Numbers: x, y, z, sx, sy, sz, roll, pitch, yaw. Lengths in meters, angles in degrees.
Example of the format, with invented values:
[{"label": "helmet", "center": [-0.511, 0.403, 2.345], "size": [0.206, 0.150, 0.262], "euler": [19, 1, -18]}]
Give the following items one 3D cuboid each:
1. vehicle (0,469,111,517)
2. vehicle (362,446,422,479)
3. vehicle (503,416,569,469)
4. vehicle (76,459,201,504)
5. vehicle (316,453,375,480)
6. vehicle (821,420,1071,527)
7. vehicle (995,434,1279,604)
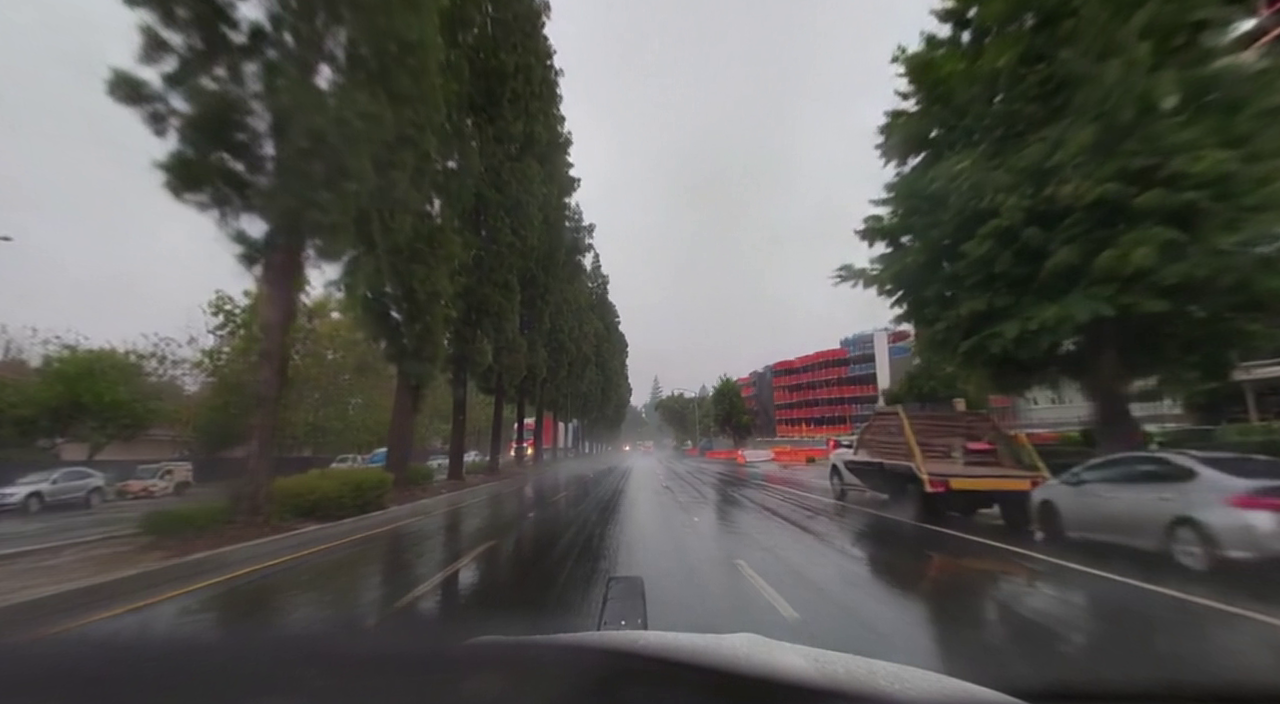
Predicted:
[{"label": "vehicle", "center": [-22.761, 5.193, 23.497], "size": [1.862, 1.458, 4.701], "euler": [0, -8, -2]}, {"label": "vehicle", "center": [-18.376, 8.129, 46.777], "size": [2.154, 1.987, 5.836], "euler": [-5, -7, -2]}, {"label": "vehicle", "center": [-7.485, 6.794, 46.879], "size": [3.032, 3.524, 9.640], "euler": [0, -8, 2]}, {"label": "vehicle", "center": [-22.730, 5.836, 28.737], "size": [2.006, 1.755, 4.476], "euler": [0, -8, 0]}, {"label": "vehicle", "center": [-21.706, 8.464, 46.485], "size": [2.168, 1.800, 4.603], "euler": [0, -8, -1]}, {"label": "vehicle", "center": [6.434, 2.662, 14.602], "size": [2.513, 1.890, 6.666], "euler": [0, -8, 0]}, {"label": "vehicle", "center": [6.467, 1.734, 7.372], "size": [1.860, 1.467, 4.576], "euler": [0, -8, -1]}]
